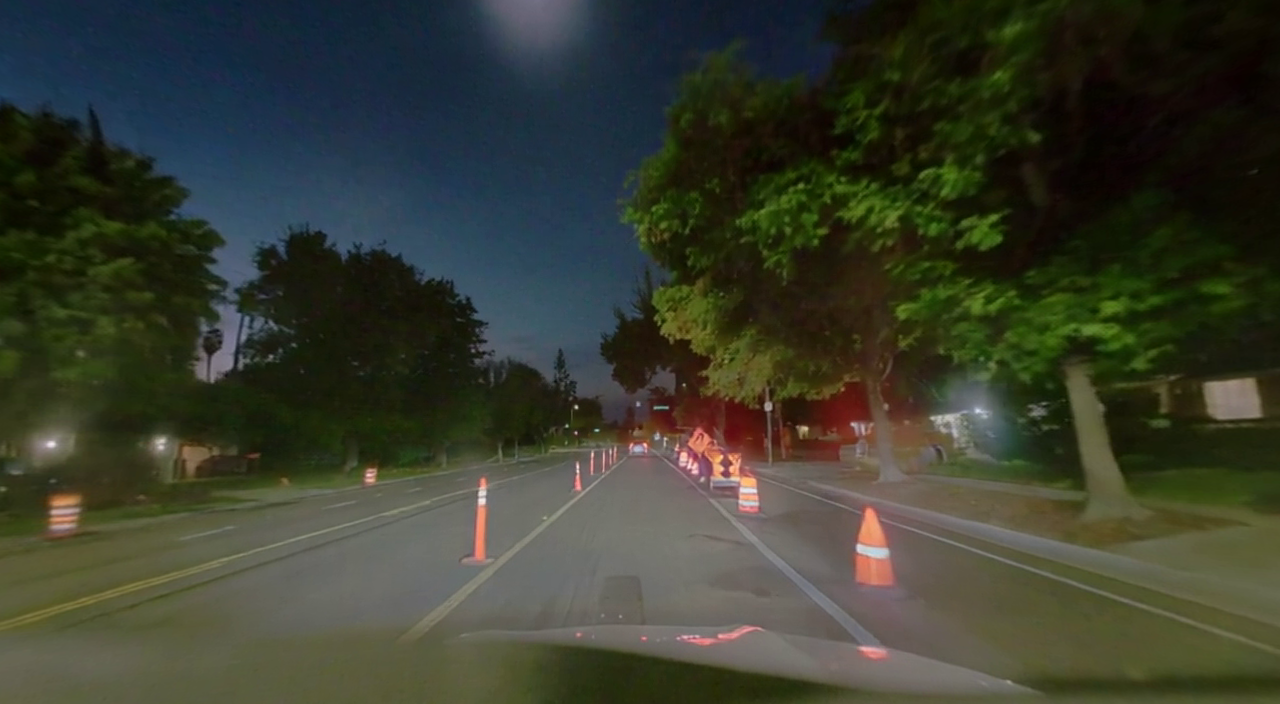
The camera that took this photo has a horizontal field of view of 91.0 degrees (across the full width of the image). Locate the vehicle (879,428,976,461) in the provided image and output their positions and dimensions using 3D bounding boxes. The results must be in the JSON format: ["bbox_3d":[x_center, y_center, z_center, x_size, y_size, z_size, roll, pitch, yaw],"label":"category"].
[{"bbox_3d":[15.622,5.046,34.313,4.302,1.736,1.932,0,-8,-2],"label":"vehicle"}]

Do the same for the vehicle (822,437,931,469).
[{"bbox_3d":[11.232,4.824,30.117,4.463,1.466,1.813,-1,-9,4],"label":"vehicle"}]

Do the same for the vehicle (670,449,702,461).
[{"bbox_3d":[3.415,7.744,47.494,2.123,0.883,3.024,0,-9,-1],"label":"vehicle"}]

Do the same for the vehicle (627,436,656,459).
[{"bbox_3d":[0.102,7.490,49.305,2.151,1.708,4.084,0,-9,0],"label":"vehicle"}]
